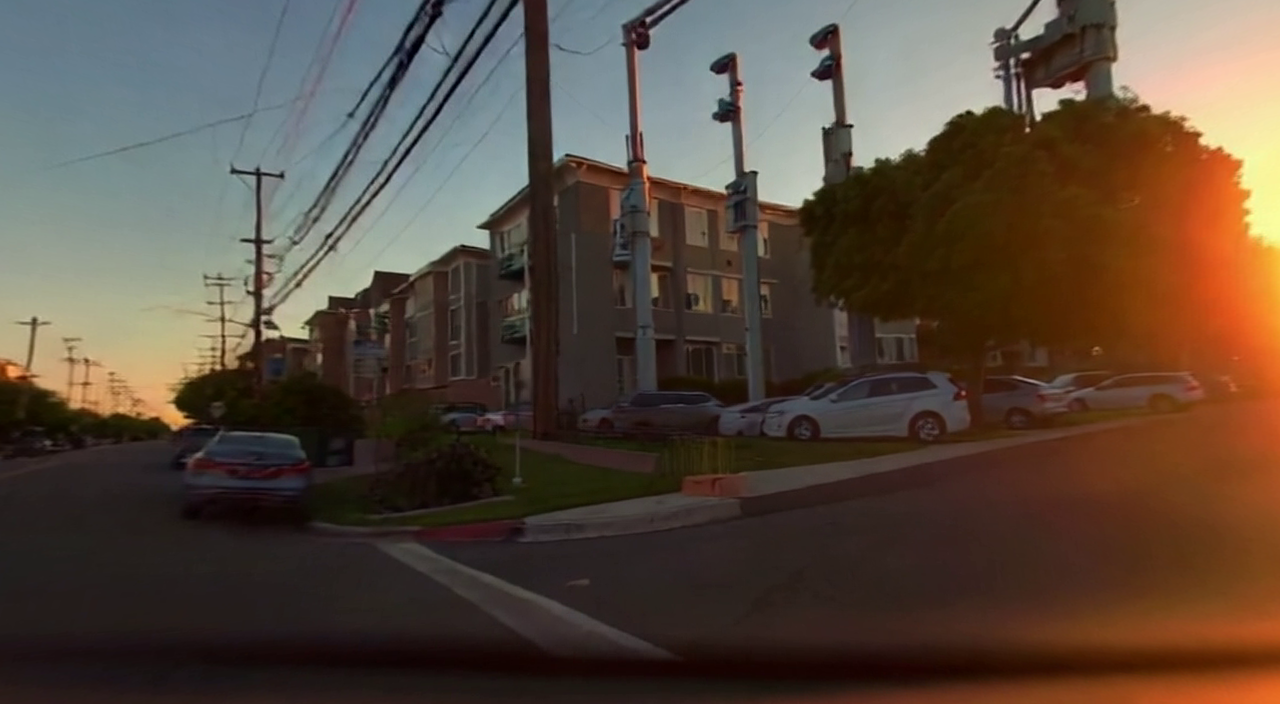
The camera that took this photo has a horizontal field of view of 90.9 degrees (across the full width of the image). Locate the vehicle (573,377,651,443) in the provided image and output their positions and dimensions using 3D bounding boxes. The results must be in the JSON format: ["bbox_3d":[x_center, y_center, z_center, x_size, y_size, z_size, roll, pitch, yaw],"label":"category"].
[{"bbox_3d":[-0.773,1.790,18.488,2.003,1.695,4.195,0,-8,-1],"label":"vehicle"}]

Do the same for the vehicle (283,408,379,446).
[{"bbox_3d":[-17.366,4.177,35.552,4.520,1.608,1.714,-2,-1,-39],"label":"vehicle"}]

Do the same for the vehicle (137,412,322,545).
[{"bbox_3d":[-6.414,1.824,9.766,1.914,1.591,3.892,5,-10,-36],"label":"vehicle"}]

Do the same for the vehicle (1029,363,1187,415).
[{"bbox_3d":[18.009,1.499,24.571,4.450,1.707,1.902,-4,-9,20],"label":"vehicle"}]

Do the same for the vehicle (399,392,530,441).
[{"bbox_3d":[-7.487,2.814,26.667,5.778,1.875,2.152,-6,-9,36],"label":"vehicle"}]

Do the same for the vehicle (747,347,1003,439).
[{"bbox_3d":[5.676,1.164,15.782,5.514,1.976,2.153,-3,-9,20],"label":"vehicle"}]

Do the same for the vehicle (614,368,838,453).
[{"bbox_3d":[1.917,1.414,14.260,4.648,1.659,1.897,-4,-9,23],"label":"vehicle"}]
